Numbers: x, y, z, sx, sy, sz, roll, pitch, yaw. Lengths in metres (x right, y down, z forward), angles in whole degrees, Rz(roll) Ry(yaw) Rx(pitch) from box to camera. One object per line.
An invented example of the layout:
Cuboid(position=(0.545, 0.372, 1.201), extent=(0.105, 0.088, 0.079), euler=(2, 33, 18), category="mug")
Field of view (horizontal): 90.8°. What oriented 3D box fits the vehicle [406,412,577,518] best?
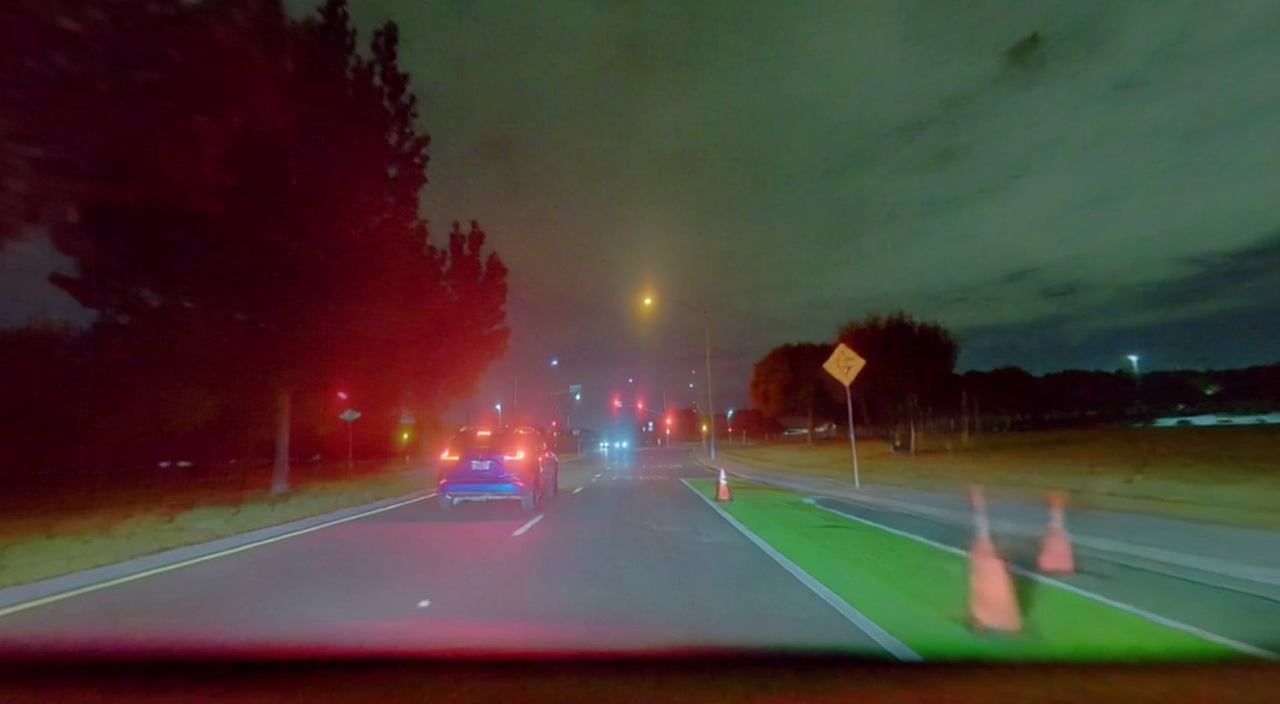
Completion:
Cuboid(position=(-2.762, 2.276, 13.132), extent=(2.339, 1.790, 4.629), euler=(0, -8, 1), category="vehicle")
